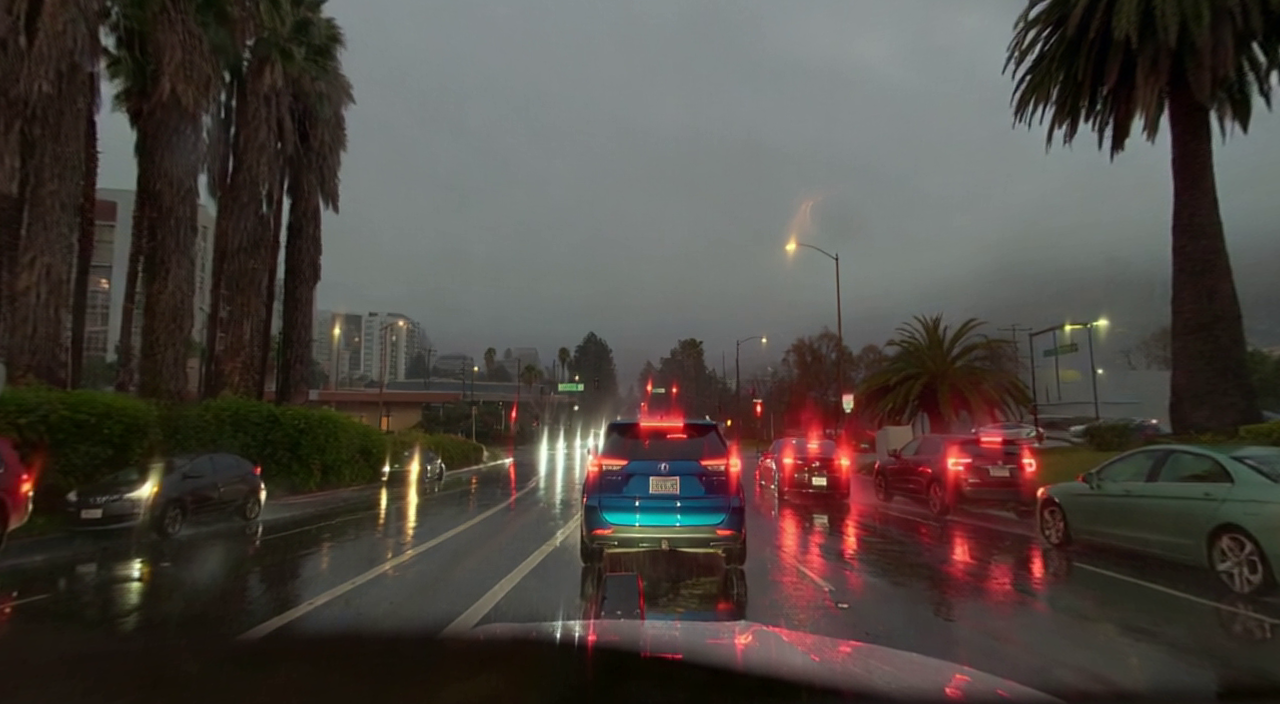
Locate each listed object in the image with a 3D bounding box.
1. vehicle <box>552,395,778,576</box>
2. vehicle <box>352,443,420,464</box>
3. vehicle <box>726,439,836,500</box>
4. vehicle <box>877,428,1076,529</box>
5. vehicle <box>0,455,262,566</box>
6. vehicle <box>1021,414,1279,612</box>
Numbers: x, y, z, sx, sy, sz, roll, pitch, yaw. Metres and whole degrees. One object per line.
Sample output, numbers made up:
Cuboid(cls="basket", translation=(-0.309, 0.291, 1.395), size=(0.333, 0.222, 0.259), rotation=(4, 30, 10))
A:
Cuboid(cls="vehicle", translation=(0.271, 1.658, 8.561), size=(2.264, 1.798, 4.258), rotation=(0, -8, 1))
Cuboid(cls="vehicle", translation=(-18.697, 7.491, 46.660), size=(1.759, 1.457, 4.297), rotation=(-7, -11, 38))
Cuboid(cls="vehicle", translation=(3.767, 3.206, 17.720), size=(2.021, 1.480, 4.402), rotation=(0, -8, 0))
Cuboid(cls="vehicle", translation=(6.681, 2.528, 13.236), size=(1.930, 1.736, 4.329), rotation=(-1, -8, 3))
Cuboid(cls="vehicle", translation=(-9.566, 2.801, 11.901), size=(2.054, 1.467, 4.595), rotation=(-3, -7, 0))
Cuboid(cls="vehicle", translation=(6.448, 1.598, 6.930), size=(1.935, 1.672, 4.139), rotation=(0, -8, 1))
